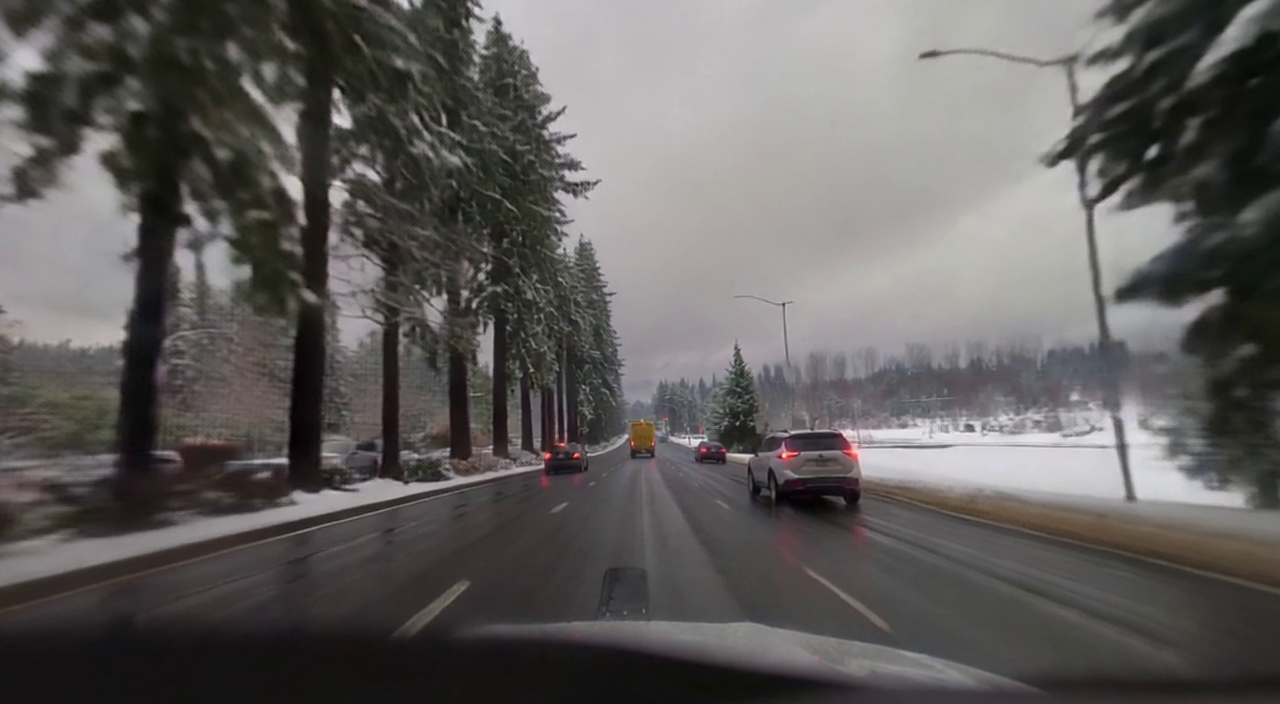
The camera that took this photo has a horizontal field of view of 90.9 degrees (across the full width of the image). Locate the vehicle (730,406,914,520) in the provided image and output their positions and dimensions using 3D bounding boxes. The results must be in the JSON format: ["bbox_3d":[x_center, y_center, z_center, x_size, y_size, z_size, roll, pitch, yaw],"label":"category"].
[{"bbox_3d":[3.651,2.422,14.224,2.381,2.008,5.971,0,-9,0],"label":"vehicle"}]

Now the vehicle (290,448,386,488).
[{"bbox_3d":[-13.328,5.113,28.257,1.989,1.584,5.018,0,-9,-2],"label":"vehicle"}]

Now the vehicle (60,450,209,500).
[{"bbox_3d":[-21.368,5.161,27.003,2.077,1.863,5.073,0,-9,1],"label":"vehicle"}]

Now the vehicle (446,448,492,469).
[{"bbox_3d":[-13.430,8.378,49.801,2.142,1.528,4.804,0,-9,2],"label":"vehicle"}]

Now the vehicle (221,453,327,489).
[{"bbox_3d":[-17.314,5.631,30.139,2.105,1.507,4.927,0,-9,0],"label":"vehicle"}]

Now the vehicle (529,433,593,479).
[{"bbox_3d":[-3.535,4.803,29.262,2.255,1.940,4.822,0,-9,1],"label":"vehicle"}]

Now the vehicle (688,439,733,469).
[{"bbox_3d":[4.267,6.274,38.893,2.280,1.757,4.572,0,-9,1],"label":"vehicle"}]

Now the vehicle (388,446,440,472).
[{"bbox_3d":[-16.847,7.966,47.258,1.965,1.780,5.122,-1,-9,1],"label":"vehicle"}]
